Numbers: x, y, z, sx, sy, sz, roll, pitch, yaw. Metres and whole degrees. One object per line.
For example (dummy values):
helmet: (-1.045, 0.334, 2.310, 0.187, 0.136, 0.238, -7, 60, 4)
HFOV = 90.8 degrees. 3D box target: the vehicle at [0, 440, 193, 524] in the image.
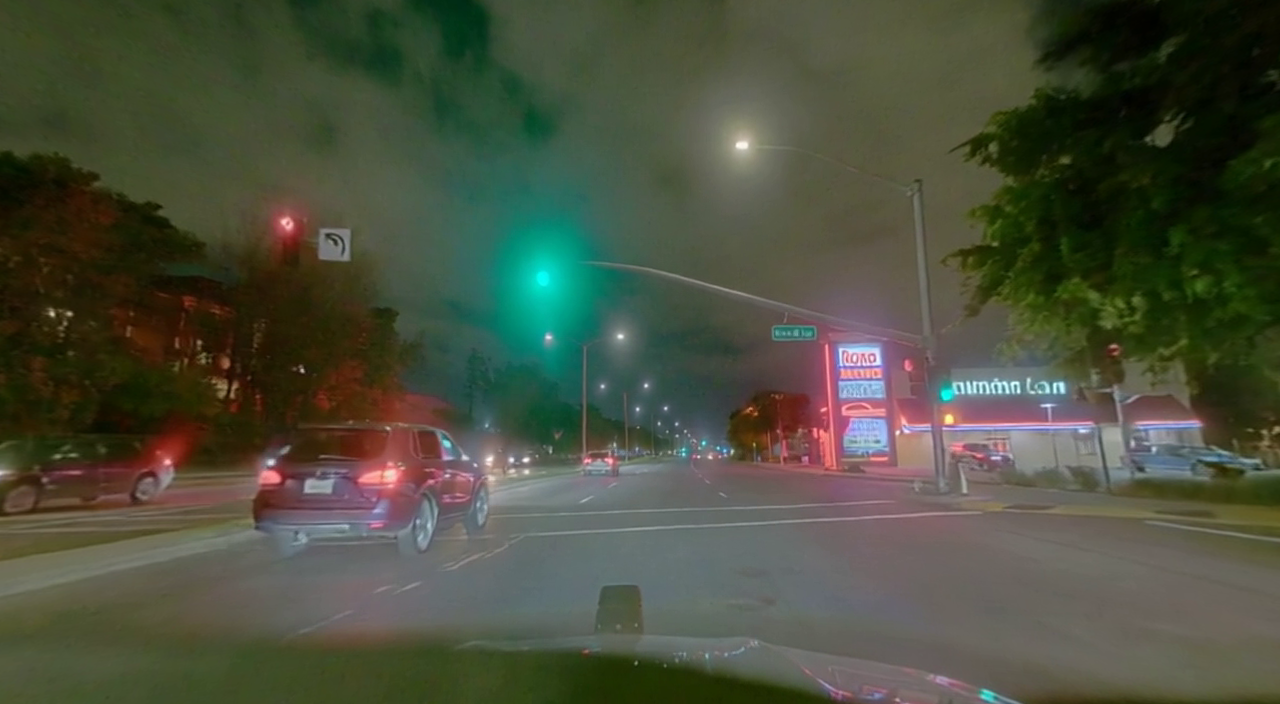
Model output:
vehicle: (-11.868, 2.568, 12.958, 1.914, 1.433, 4.455, -1, -9, 4)

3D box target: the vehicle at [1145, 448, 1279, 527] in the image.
vehicle: (13.644, 2.830, 13.777, 5.074, 1.442, 2.216, 5, -10, -29)

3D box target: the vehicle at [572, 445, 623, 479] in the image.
vehicle: (-2.102, 5.612, 32.425, 1.976, 1.571, 4.649, -1, -9, 4)

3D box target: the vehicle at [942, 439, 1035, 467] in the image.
vehicle: (25.921, 7.579, 47.346, 2.429, 1.938, 6.118, 2, -9, -14)

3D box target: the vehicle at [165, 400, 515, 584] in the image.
vehicle: (-3.522, 1.784, 8.878, 2.305, 1.833, 4.912, -1, -9, 3)
